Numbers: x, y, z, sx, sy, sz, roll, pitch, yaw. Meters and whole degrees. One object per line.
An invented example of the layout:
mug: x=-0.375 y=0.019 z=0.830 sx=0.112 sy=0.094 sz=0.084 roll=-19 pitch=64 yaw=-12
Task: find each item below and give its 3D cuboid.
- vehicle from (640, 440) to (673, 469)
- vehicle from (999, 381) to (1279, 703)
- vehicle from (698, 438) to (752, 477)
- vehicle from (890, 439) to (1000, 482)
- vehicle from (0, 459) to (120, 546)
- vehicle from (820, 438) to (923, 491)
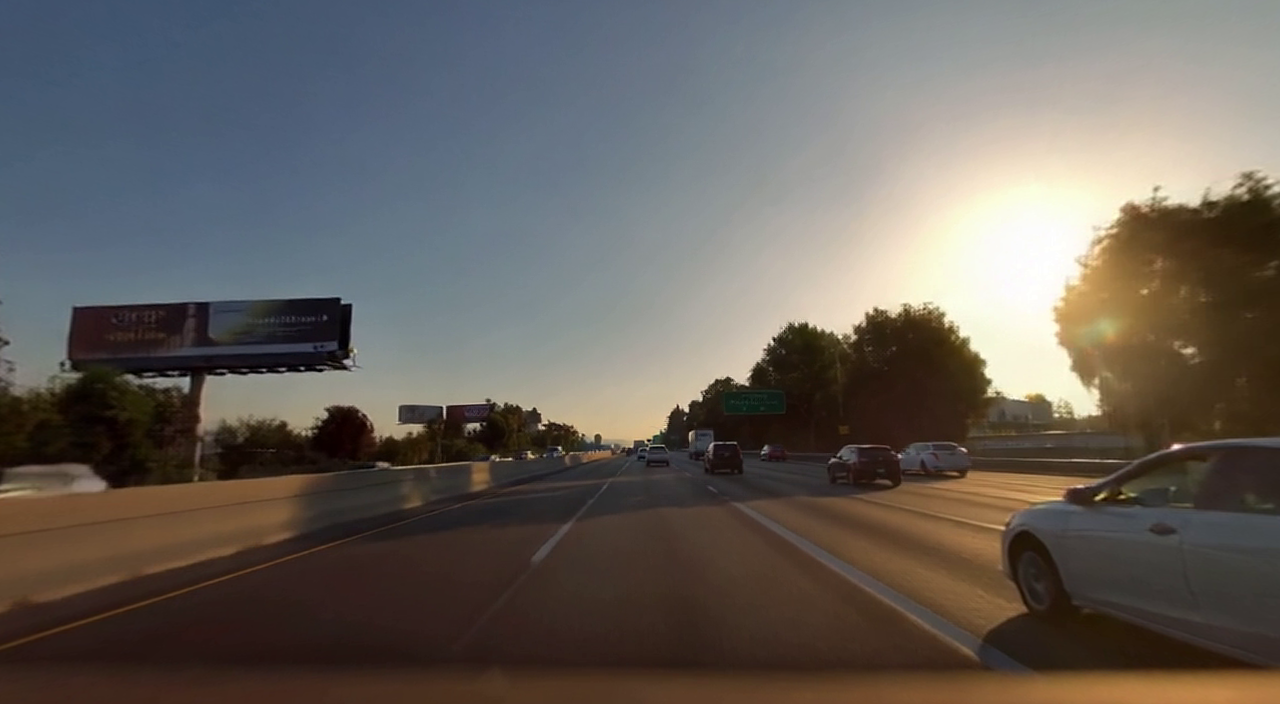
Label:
vehicle: x=1.069 y=6.989 z=43.187 sx=2.145 sy=1.832 sz=4.004 roll=-1 pitch=-8 yaw=0
vehicle: x=3.857 y=0.924 z=2.740 sx=1.989 sy=1.609 sz=4.355 roll=0 pitch=-8 yaw=0
vehicle: x=4.312 y=5.413 z=32.791 sx=2.075 sy=1.845 sz=4.667 roll=0 pitch=-8 yaw=-1
vehicle: x=12.070 y=4.314 z=25.414 sx=1.941 sy=1.539 sz=4.834 roll=0 pitch=-8 yaw=-1
vehicle: x=-13.519 y=3.048 z=12.731 sx=2.064 sy=1.601 sz=4.581 roll=-1 pitch=-8 yaw=1
vehicle: x=7.605 y=3.701 z=21.197 sx=1.807 sy=1.558 sz=4.352 roll=0 pitch=-8 yaw=0
